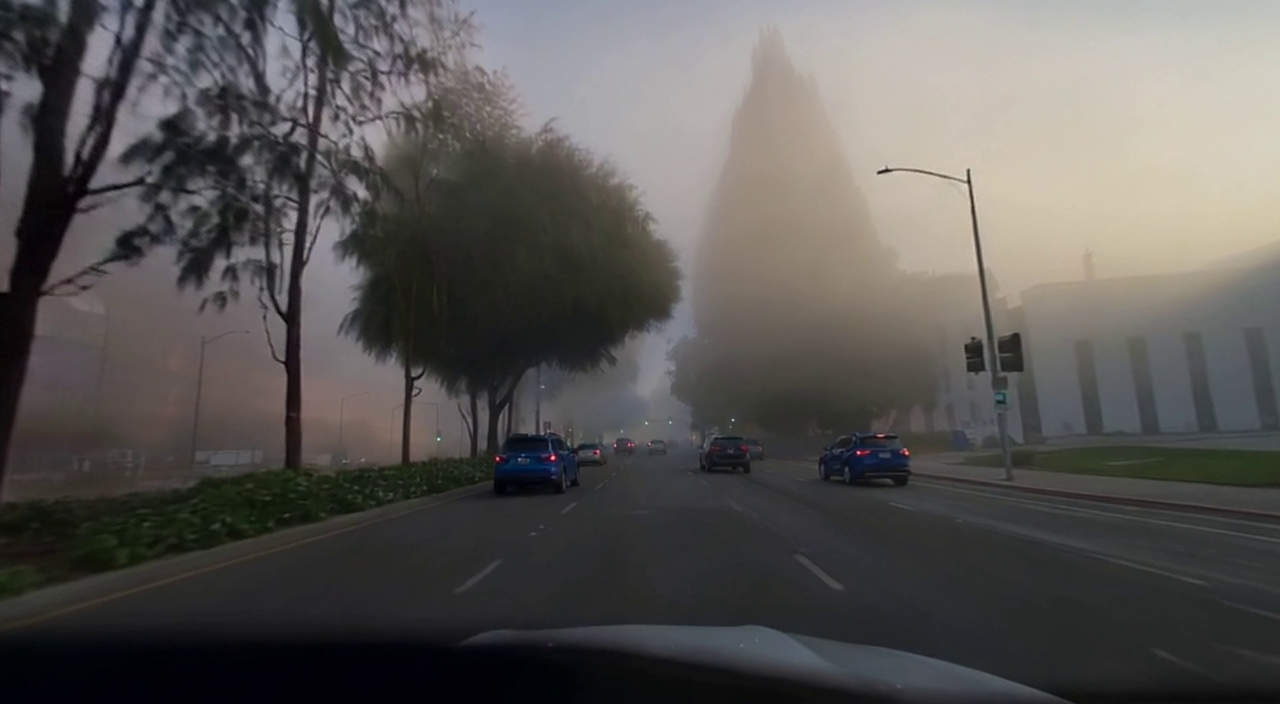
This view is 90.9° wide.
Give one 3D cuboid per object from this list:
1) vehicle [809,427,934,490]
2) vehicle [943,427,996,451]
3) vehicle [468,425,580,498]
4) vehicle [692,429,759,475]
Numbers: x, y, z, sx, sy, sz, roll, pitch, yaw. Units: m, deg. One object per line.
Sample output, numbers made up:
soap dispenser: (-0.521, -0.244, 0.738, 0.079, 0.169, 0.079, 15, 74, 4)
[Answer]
vehicle: (6.877, 3.230, 19.346, 2.088, 1.666, 4.512, 0, -9, -1)
vehicle: (23.484, 6.239, 45.026, 1.800, 1.563, 3.827, -1, -9, 2)
vehicle: (-2.992, 2.961, 17.358, 2.141, 1.719, 4.379, 0, -9, 2)
vehicle: (3.545, 4.279, 27.109, 2.178, 1.804, 4.766, 0, -9, 0)
